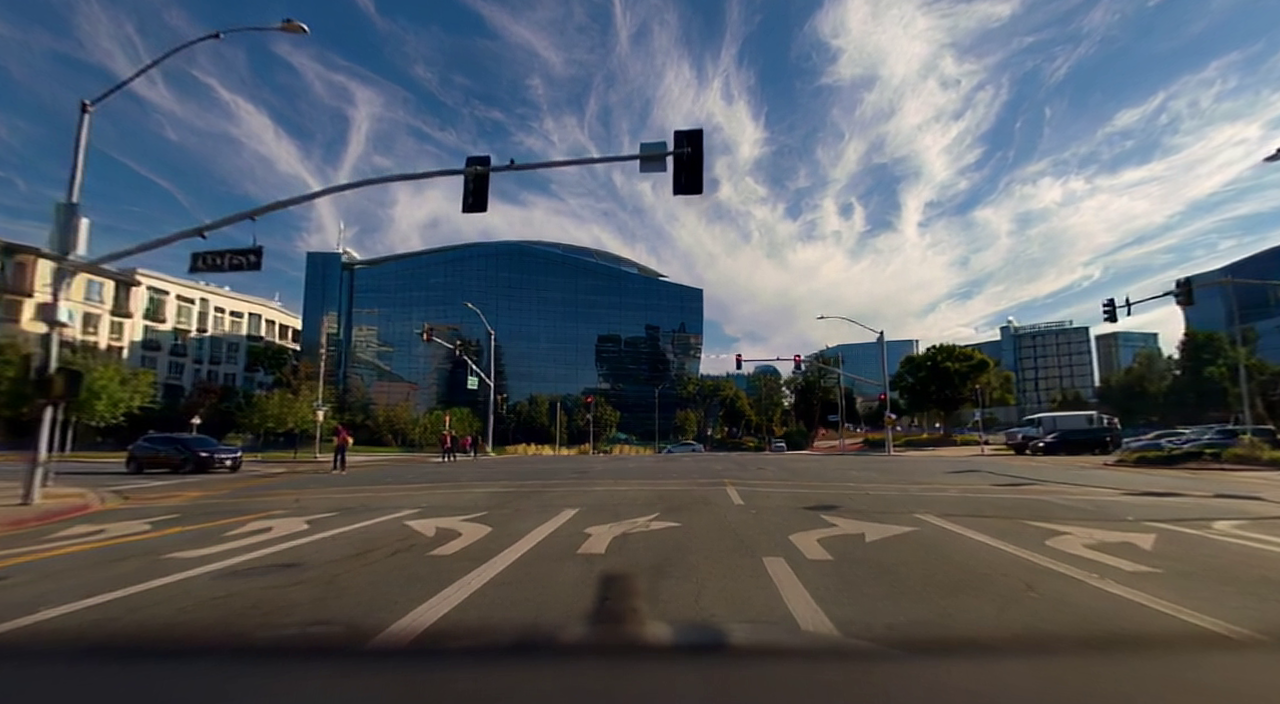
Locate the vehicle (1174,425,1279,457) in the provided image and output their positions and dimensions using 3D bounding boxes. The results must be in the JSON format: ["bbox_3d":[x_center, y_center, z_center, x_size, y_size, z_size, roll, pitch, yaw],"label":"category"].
[{"bbox_3d":[33.415,5.012,35.418,4.896,1.729,1.952,-1,-9,7],"label":"vehicle"}]

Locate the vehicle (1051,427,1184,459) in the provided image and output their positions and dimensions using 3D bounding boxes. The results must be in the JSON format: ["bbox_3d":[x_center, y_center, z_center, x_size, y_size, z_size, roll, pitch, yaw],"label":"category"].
[{"bbox_3d":[22.992,4.435,30.600,4.740,1.464,1.876,-1,-9,6],"label":"vehicle"}]

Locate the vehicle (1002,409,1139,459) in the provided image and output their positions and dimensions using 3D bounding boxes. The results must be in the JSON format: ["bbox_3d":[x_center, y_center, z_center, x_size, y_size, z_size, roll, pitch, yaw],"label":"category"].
[{"bbox_3d":[24.941,4.833,36.860,5.855,2.746,2.523,-1,-9,7],"label":"vehicle"}]

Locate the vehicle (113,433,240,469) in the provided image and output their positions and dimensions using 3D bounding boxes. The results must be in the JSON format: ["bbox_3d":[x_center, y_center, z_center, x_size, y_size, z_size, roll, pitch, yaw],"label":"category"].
[{"bbox_3d":[-20.242,4.354,27.701,4.265,1.493,1.871,-1,-9,8],"label":"vehicle"}]
